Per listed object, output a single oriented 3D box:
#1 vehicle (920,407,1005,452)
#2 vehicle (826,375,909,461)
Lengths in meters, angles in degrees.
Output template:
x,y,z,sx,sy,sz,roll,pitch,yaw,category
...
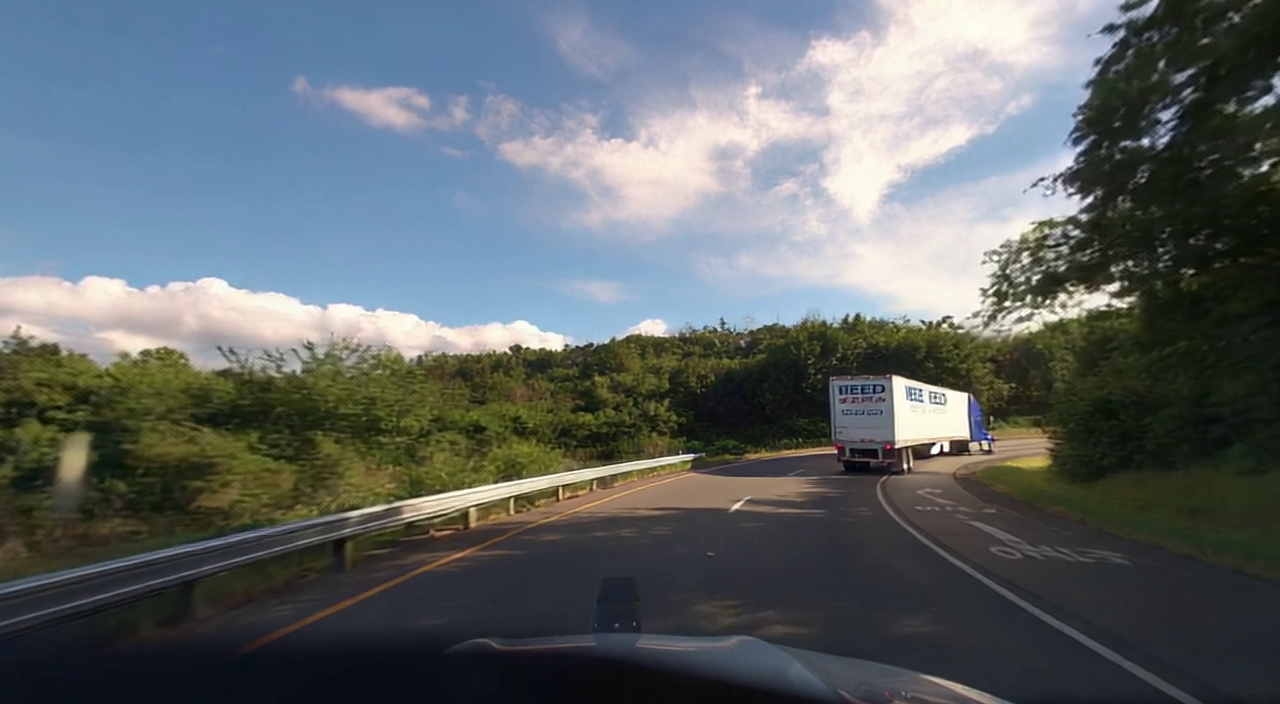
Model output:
x,y,z,sx,sy,sz,roll,pitch,yaw,category
19.767,4.727,38.327,6.650,2.524,2.120,6,-10,-41,vehicle
10.740,3.150,29.586,2.963,3.771,3.137,-5,-9,30,vehicle
